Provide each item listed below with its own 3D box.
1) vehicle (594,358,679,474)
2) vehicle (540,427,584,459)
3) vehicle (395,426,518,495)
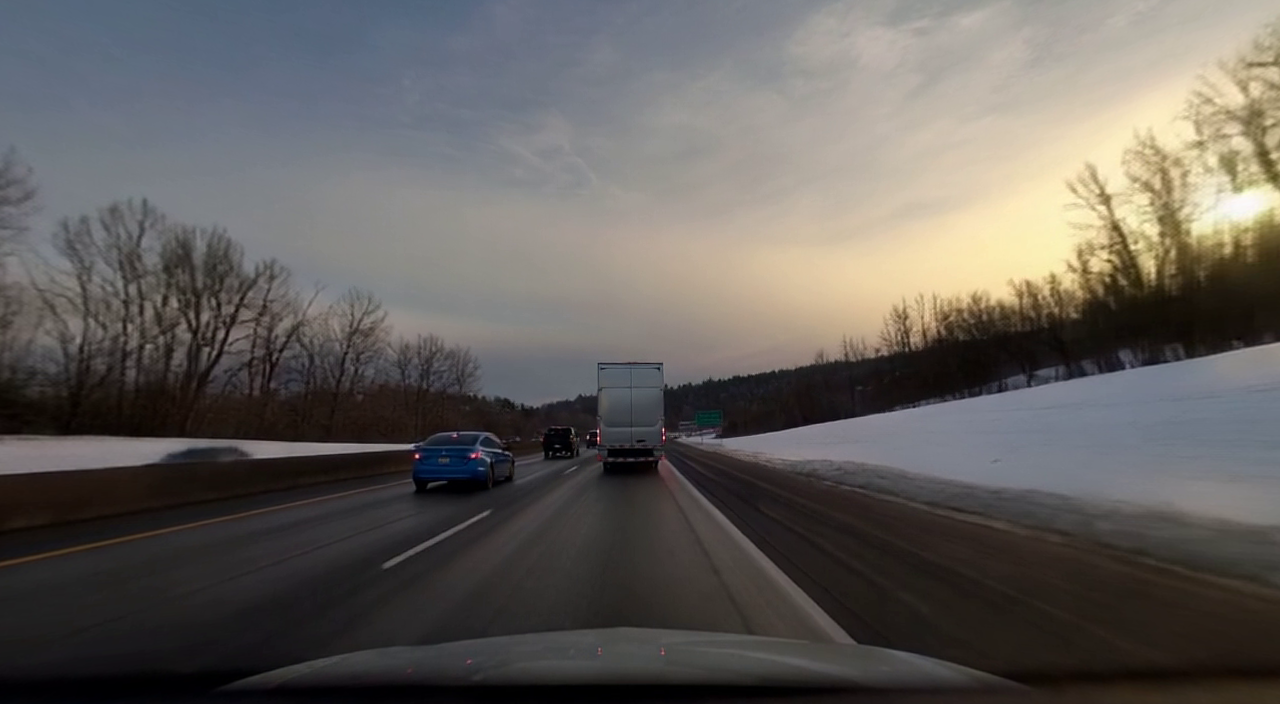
[{"bbox_3d":[-0.236,2.896,27.006,2.953,4.041,10.072,0,-8,-1],"label":"vehicle"},{"bbox_3d":[-4.639,5.462,37.898,2.019,1.834,4.644,0,-8,0],"label":"vehicle"},{"bbox_3d":[-4.621,2.771,16.591,1.931,1.539,4.441,0,-8,0],"label":"vehicle"}]
